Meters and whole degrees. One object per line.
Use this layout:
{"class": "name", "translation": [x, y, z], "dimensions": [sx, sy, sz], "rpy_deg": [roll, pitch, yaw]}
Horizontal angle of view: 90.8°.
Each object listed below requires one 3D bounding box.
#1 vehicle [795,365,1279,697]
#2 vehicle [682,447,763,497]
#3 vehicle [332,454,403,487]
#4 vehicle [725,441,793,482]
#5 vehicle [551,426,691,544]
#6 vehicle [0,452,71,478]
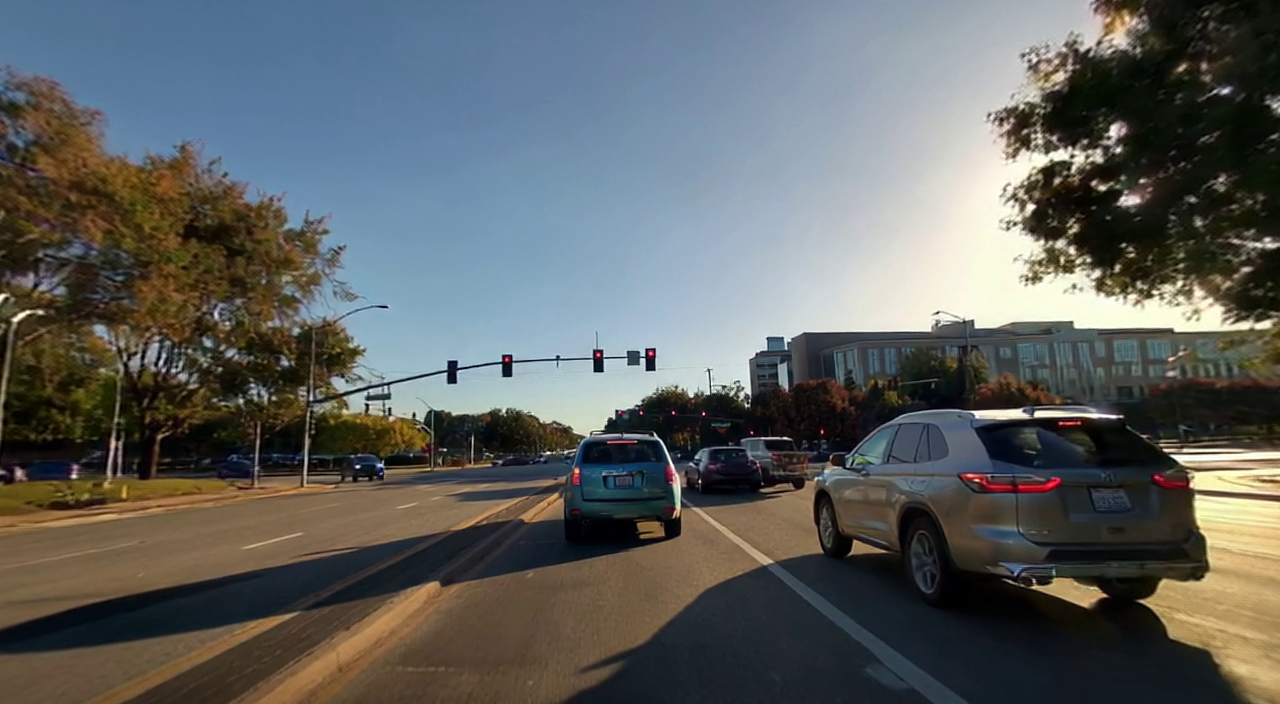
{"class": "vehicle", "translation": [3.132, 1.289, 5.714], "dimensions": [2.228, 1.798, 4.370], "rpy_deg": [0, -9, -1]}
{"class": "vehicle", "translation": [2.596, 3.873, 20.903], "dimensions": [1.900, 1.459, 4.260], "rpy_deg": [0, -9, -3]}
{"class": "vehicle", "translation": [-17.853, 7.663, 41.263], "dimensions": [4.905, 1.949, 2.354], "rpy_deg": [-8, -11, 42]}
{"class": "vehicle", "translation": [5.574, 5.198, 30.375], "dimensions": [2.049, 1.743, 5.146], "rpy_deg": [0, -9, -3]}
{"class": "vehicle", "translation": [-0.328, 2.251, 11.333], "dimensions": [2.039, 1.698, 4.144], "rpy_deg": [0, -9, -1]}
{"class": "vehicle", "translation": [-40.807, 7.500, 42.181], "dimensions": [1.742, 1.526, 4.004], "rpy_deg": [-1, -8, 3]}
